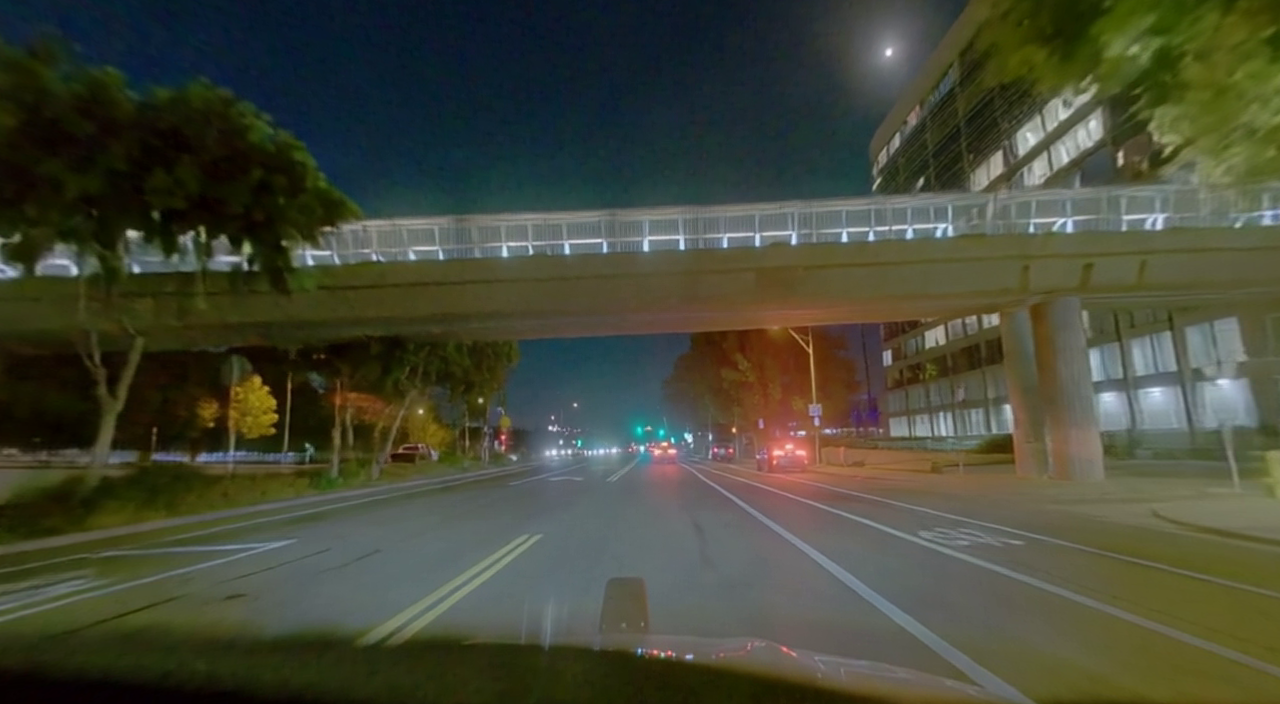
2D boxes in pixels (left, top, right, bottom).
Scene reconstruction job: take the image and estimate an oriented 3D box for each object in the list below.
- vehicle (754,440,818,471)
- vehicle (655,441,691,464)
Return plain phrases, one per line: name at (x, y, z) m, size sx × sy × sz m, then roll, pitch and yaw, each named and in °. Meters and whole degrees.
vehicle at (7.158, 5.143, 31.475) m, size 2.035 × 1.435 × 4.481 m, roll 0°, pitch -8°, yaw -1°
vehicle at (2.180, 6.811, 43.013) m, size 2.280 × 1.475 × 4.051 m, roll 0°, pitch -8°, yaw 1°
